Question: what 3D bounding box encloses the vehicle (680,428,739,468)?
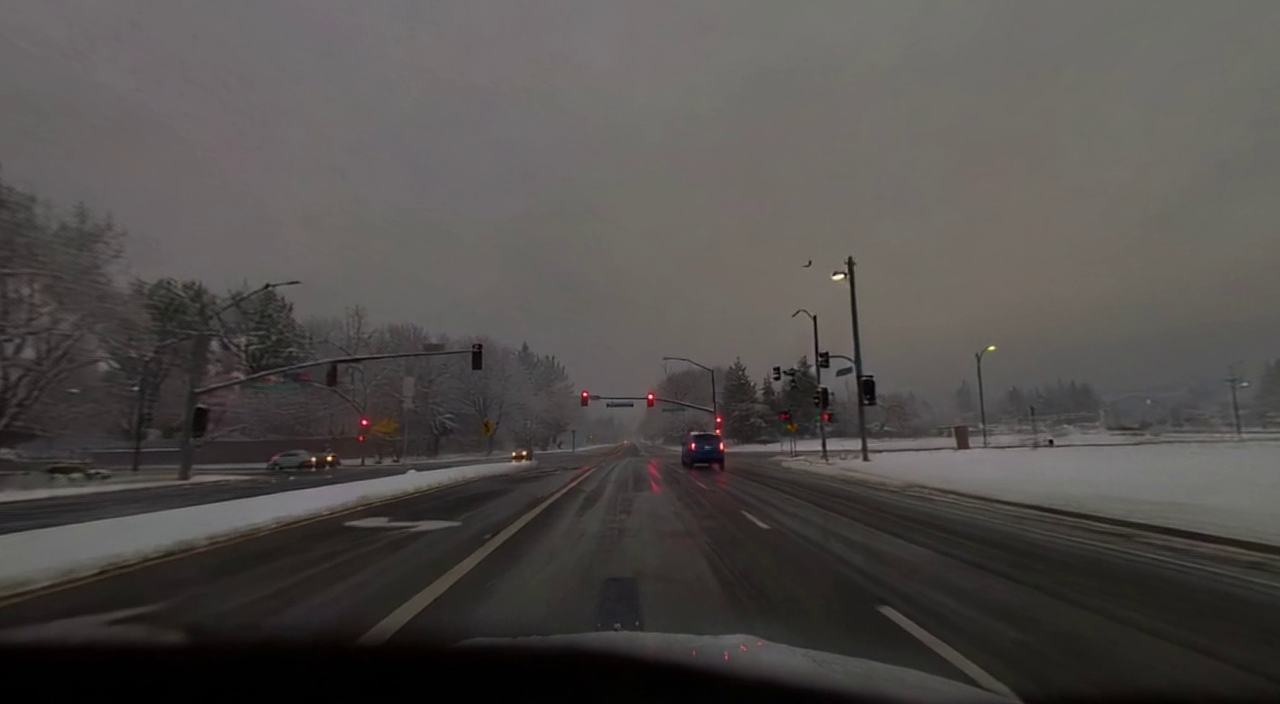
[{"bbox_3d":[3.316,4.755,31.205,2.229,1.795,4.927,0,-9,-2],"label":"vehicle"}]
